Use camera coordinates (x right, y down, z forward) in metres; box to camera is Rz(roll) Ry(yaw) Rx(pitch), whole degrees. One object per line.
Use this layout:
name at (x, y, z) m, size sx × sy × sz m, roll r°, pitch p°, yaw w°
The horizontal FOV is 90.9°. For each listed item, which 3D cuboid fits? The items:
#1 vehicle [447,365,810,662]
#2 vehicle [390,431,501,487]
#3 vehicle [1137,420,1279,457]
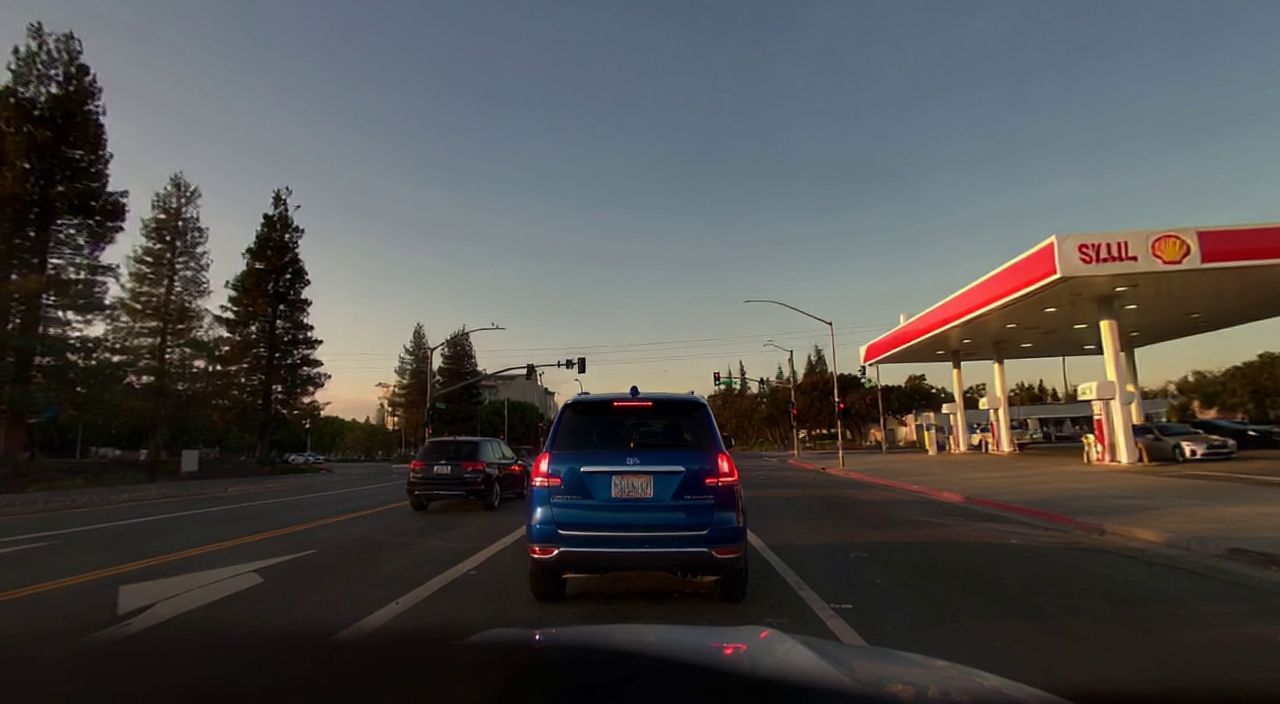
vehicle at (0.012, 1.316, 6.127) m, size 2.236 × 1.819 × 4.291 m, roll -1°, pitch -9°, yaw 3°
vehicle at (-6.647, 3.710, 22.162) m, size 2.065 × 1.753 × 4.525 m, roll -1°, pitch -9°, yaw 6°
vehicle at (25.942, 3.965, 28.782) m, size 4.551 × 1.616 × 1.973 m, roll -2°, pitch -9°, yaw 11°
